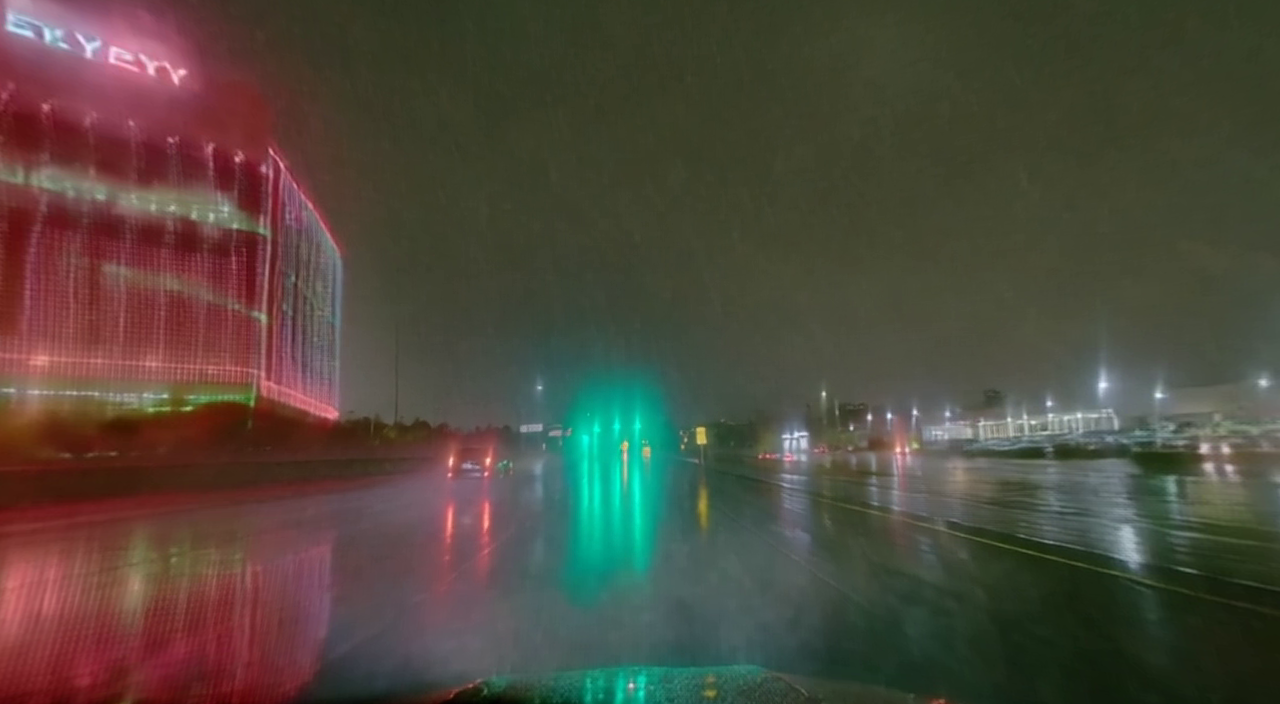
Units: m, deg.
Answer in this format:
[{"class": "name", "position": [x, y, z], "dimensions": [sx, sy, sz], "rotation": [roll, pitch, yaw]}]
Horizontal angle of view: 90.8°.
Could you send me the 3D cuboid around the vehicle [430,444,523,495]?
[{"class": "vehicle", "position": [-5.332, 3.872, 21.166], "dimensions": [1.943, 1.510, 4.201], "rotation": [0, -9, 0]}]
